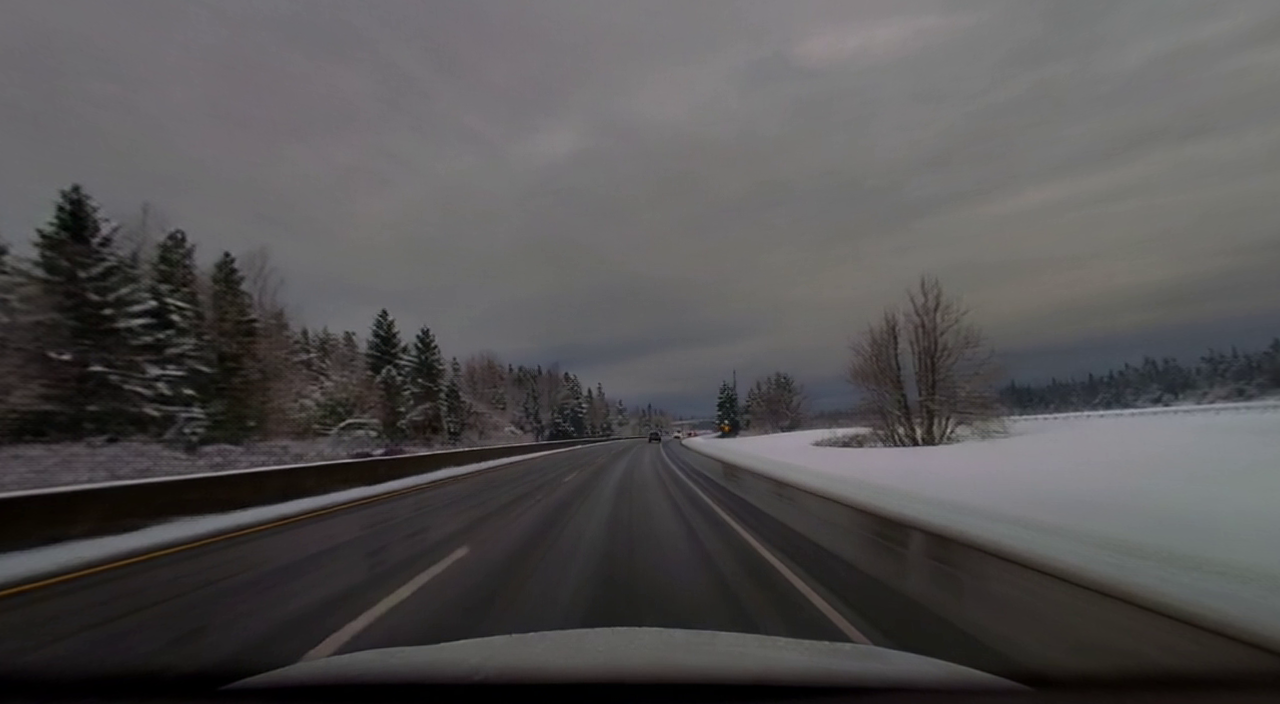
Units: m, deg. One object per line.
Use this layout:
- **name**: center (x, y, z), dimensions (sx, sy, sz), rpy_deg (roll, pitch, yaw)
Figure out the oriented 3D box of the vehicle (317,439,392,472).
- **vehicle**: center (-14.769, 5.345, 32.775), dimensions (1.859, 1.533, 4.158), rpy_deg (0, -8, 1)
